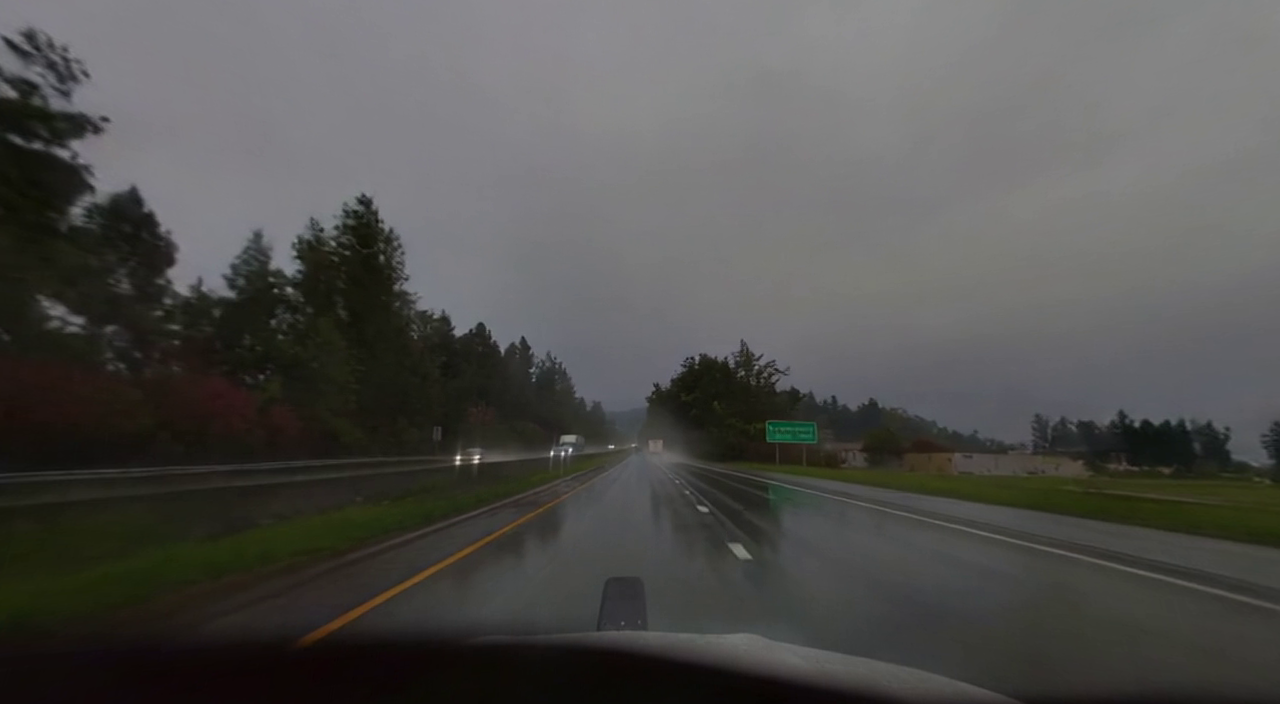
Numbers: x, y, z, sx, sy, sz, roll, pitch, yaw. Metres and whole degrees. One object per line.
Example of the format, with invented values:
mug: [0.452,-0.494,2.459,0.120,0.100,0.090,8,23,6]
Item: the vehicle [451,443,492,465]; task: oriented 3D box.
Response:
vehicle: [-12.908,7.866,48.620,1.966,1.628,4.185,0,-9,0]
